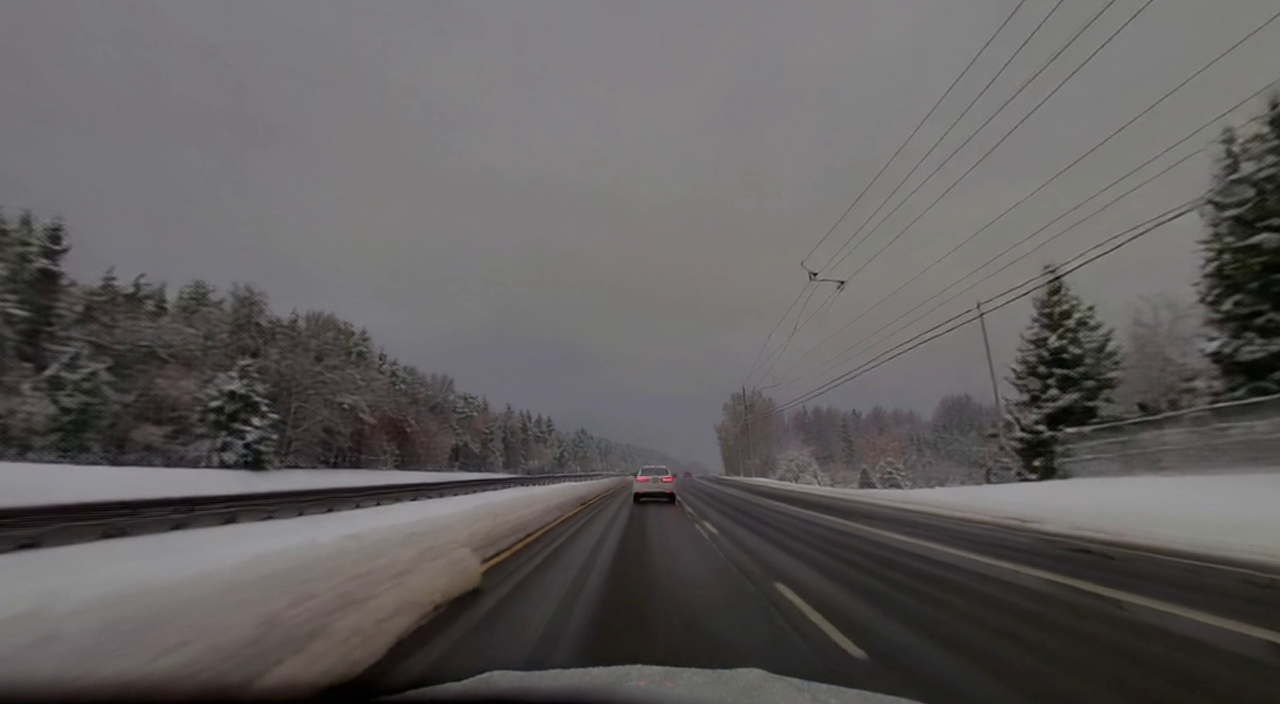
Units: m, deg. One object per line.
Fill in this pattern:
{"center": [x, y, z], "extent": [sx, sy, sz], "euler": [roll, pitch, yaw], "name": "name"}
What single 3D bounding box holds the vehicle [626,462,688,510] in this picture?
{"center": [0.552, 4.647, 22.078], "extent": [1.987, 1.480, 3.786], "euler": [1, -11, 0], "name": "vehicle"}
